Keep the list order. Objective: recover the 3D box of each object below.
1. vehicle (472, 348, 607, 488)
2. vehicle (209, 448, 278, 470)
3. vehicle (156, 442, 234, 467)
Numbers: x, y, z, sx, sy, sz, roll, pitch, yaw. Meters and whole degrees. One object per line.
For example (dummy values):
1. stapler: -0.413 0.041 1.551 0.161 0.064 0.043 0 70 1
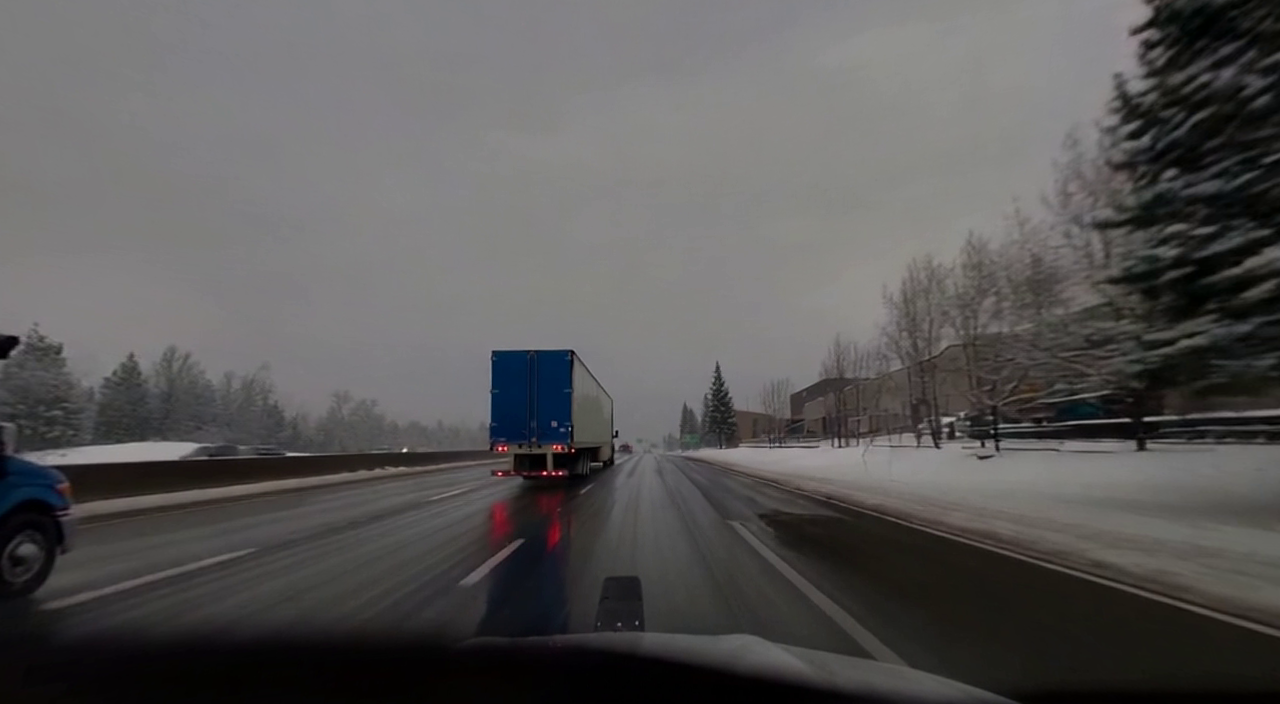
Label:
1. vehicle: -3.369 3.062 26.803 2.939 4.132 16.303 0 -8 0
2. vehicle: -27.242 7.352 43.569 1.889 1.437 4.286 0 -8 1
3. vehicle: -31.418 7.233 44.749 1.971 1.674 4.788 0 -8 1
